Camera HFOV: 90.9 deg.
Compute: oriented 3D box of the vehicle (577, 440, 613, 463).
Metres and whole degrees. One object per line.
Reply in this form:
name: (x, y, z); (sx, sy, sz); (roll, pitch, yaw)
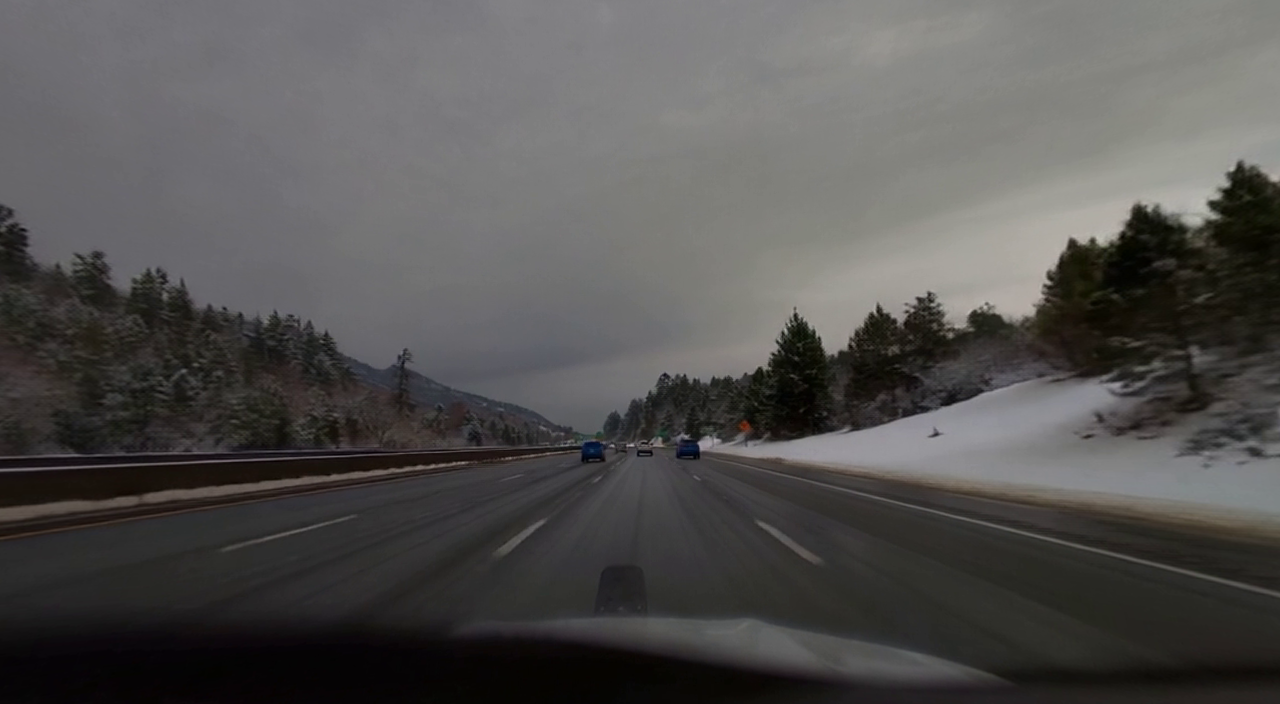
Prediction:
vehicle: (-3.215, 7.191, 45.592); (2.159, 1.562, 4.441); (0, -8, 1)
